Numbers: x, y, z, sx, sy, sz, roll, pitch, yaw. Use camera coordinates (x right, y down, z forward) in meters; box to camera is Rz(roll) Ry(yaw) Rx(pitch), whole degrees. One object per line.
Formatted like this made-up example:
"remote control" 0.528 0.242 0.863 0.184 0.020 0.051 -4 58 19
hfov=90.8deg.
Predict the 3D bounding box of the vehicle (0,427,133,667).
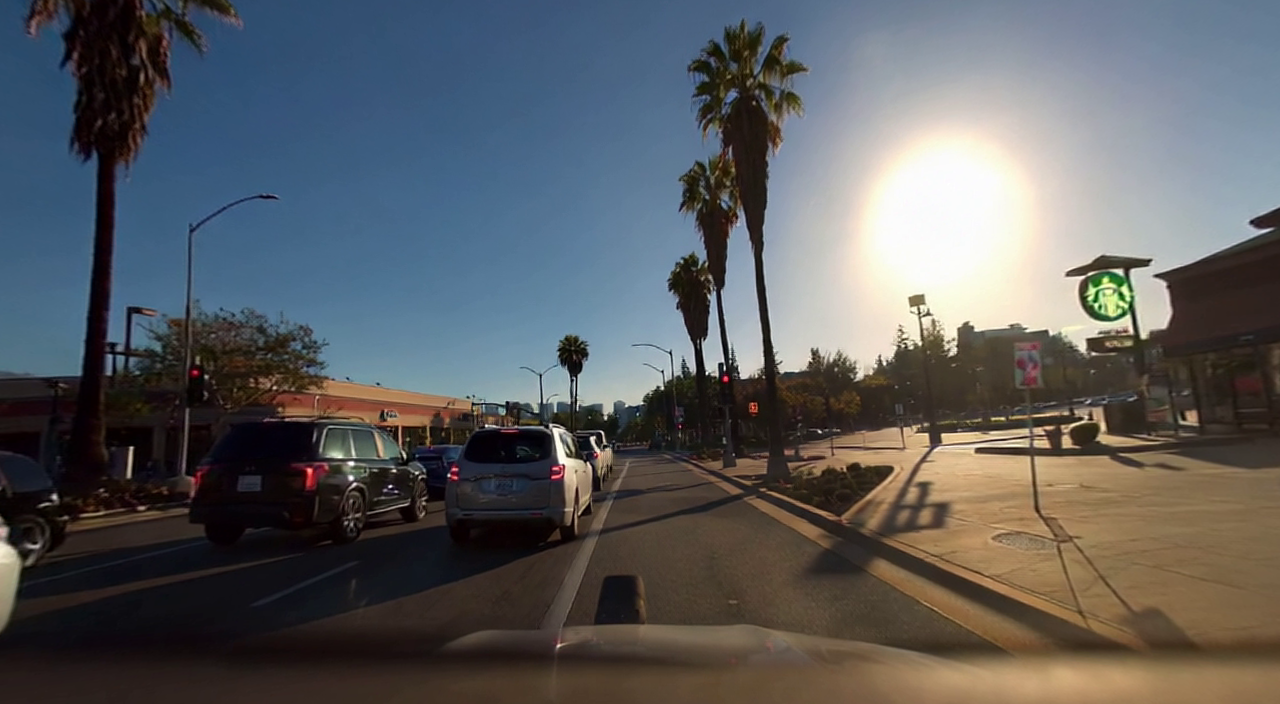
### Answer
"vehicle" -5.189 1.081 2.775 1.885 1.567 4.775 0 -9 1

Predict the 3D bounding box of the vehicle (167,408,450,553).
"vehicle" -5.028 2.026 10.638 2.025 1.862 4.804 0 -9 2

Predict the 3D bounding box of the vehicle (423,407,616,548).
"vehicle" -1.600 1.903 10.173 2.153 1.759 4.320 0 -9 1
